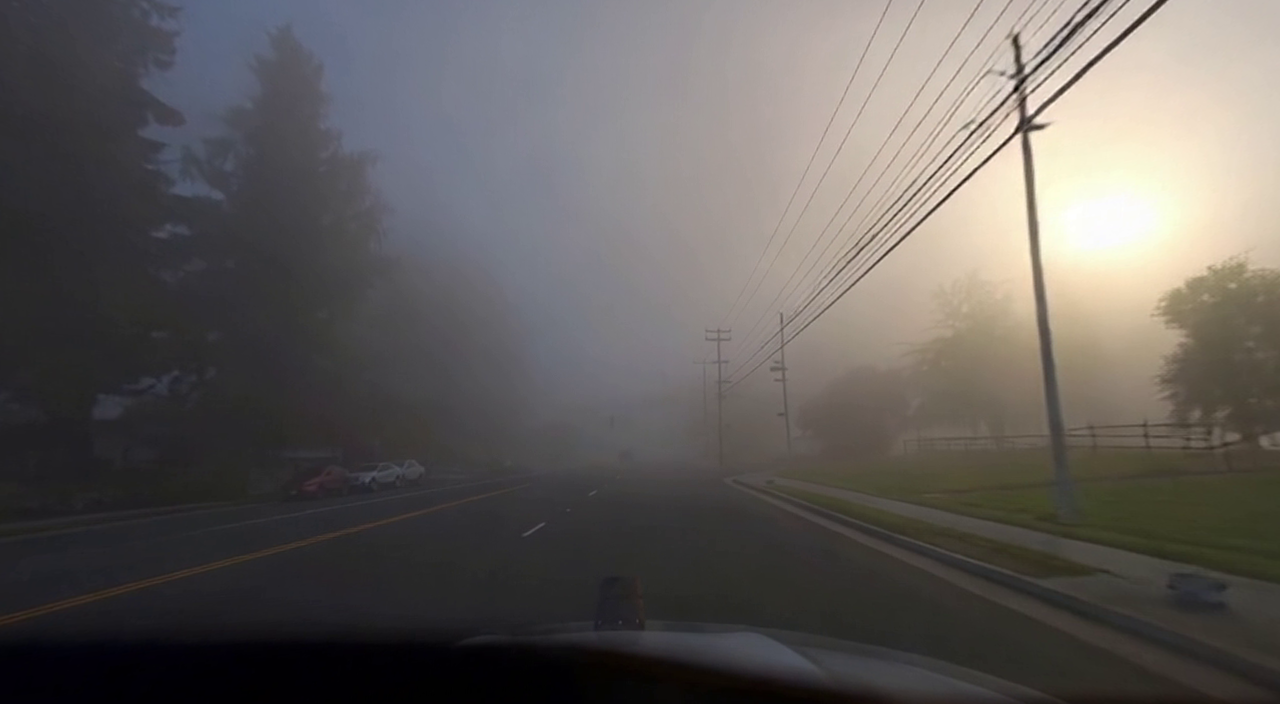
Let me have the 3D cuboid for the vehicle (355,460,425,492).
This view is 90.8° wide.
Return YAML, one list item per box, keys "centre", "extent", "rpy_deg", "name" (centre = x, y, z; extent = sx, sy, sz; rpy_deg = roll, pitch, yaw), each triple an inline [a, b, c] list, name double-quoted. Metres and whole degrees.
- centre: [-13.438, 6.700, 34.285]
  extent: [1.863, 1.481, 4.363]
  rpy_deg: [-3, -9, 3]
  name: "vehicle"

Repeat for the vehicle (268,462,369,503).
- centre: [-13.712, 5.576, 27.296]
  extent: [1.936, 1.489, 4.311]
  rpy_deg: [-1, -8, 2]
  name: "vehicle"
